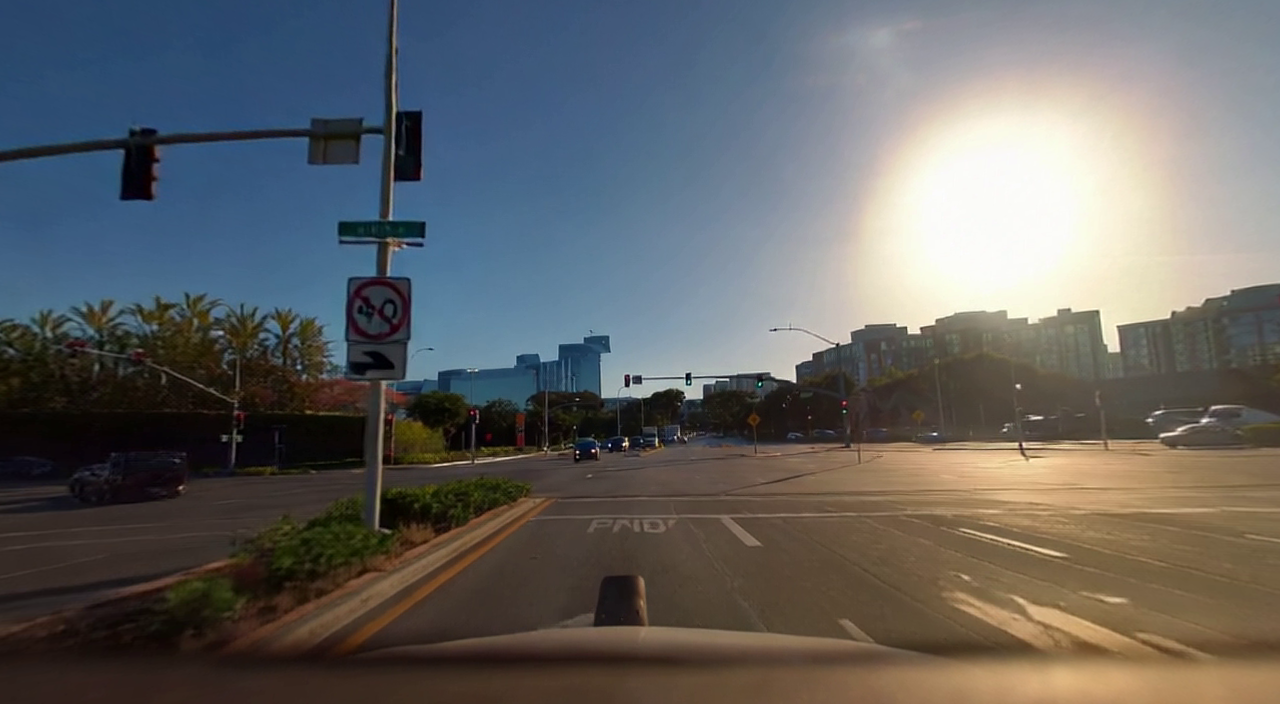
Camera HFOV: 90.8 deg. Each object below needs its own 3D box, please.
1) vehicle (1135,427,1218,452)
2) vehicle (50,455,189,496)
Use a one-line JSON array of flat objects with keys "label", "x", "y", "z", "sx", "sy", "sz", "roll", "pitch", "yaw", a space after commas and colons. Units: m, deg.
[{"label": "vehicle", "x": 40.200, "y": 6.614, "z": 47.536, "sx": 2.173, "sy": 1.751, "sz": 4.931, "roll": -1, "pitch": -8, "yaw": 5}, {"label": "vehicle", "x": -24.428, "y": 5.775, "z": 29.745, "sx": 4.706, "sy": 1.734, "sz": 2.253, "roll": -1, "pitch": -8, "yaw": 6}]
